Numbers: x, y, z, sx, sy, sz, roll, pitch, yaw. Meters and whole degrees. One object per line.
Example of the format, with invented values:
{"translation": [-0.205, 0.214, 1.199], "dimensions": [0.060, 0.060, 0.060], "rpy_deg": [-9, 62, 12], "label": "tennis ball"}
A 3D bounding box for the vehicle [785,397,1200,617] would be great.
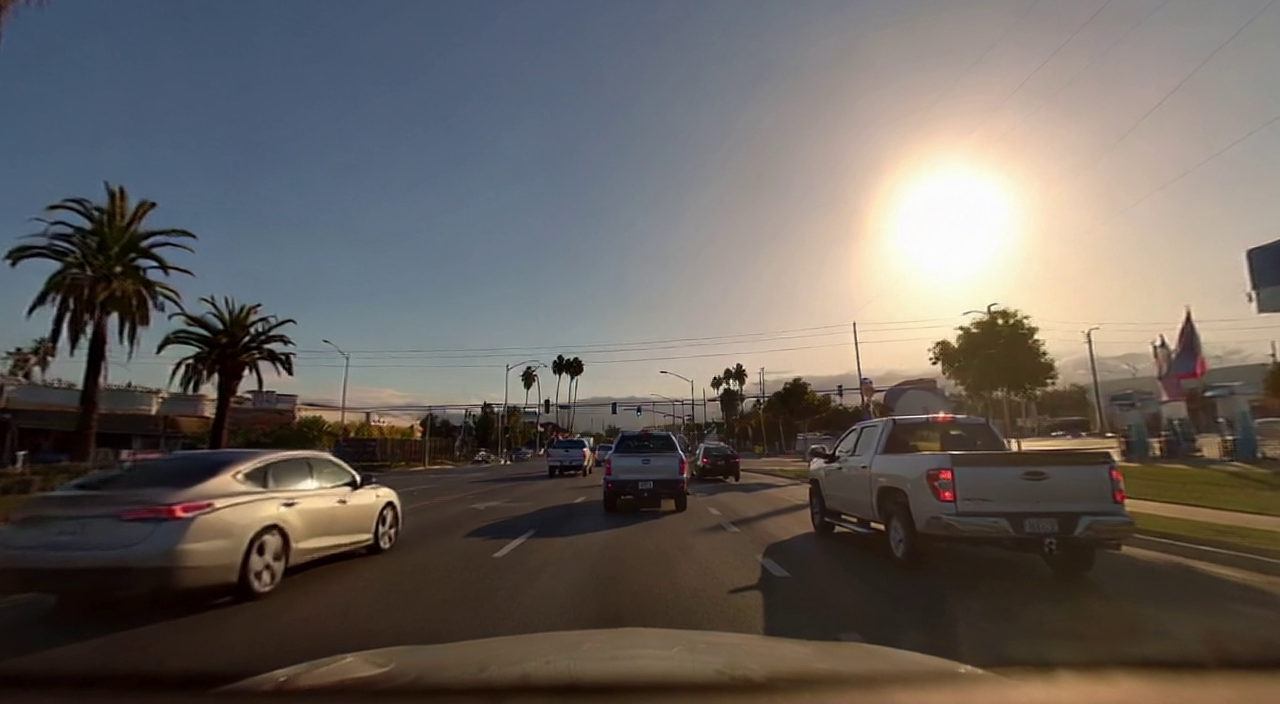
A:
{"translation": [3.597, 1.702, 8.086], "dimensions": [2.120, 1.828, 5.531], "rpy_deg": [0, -8, 0], "label": "vehicle"}

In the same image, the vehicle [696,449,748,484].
{"translation": [3.648, 5.153, 28.521], "dimensions": [1.901, 1.401, 3.965], "rpy_deg": [0, -8, 1], "label": "vehicle"}

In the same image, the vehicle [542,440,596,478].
{"translation": [-3.574, 5.509, 32.511], "dimensions": [2.071, 1.811, 4.605], "rpy_deg": [0, -8, 2], "label": "vehicle"}

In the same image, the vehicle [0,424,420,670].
{"translation": [-4.088, 1.561, 6.314], "dimensions": [1.983, 1.502, 4.720], "rpy_deg": [0, -8, 1], "label": "vehicle"}

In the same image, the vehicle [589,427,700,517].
{"translation": [0.140, 2.882, 15.747], "dimensions": [2.295, 1.835, 5.471], "rpy_deg": [0, -8, 1], "label": "vehicle"}
